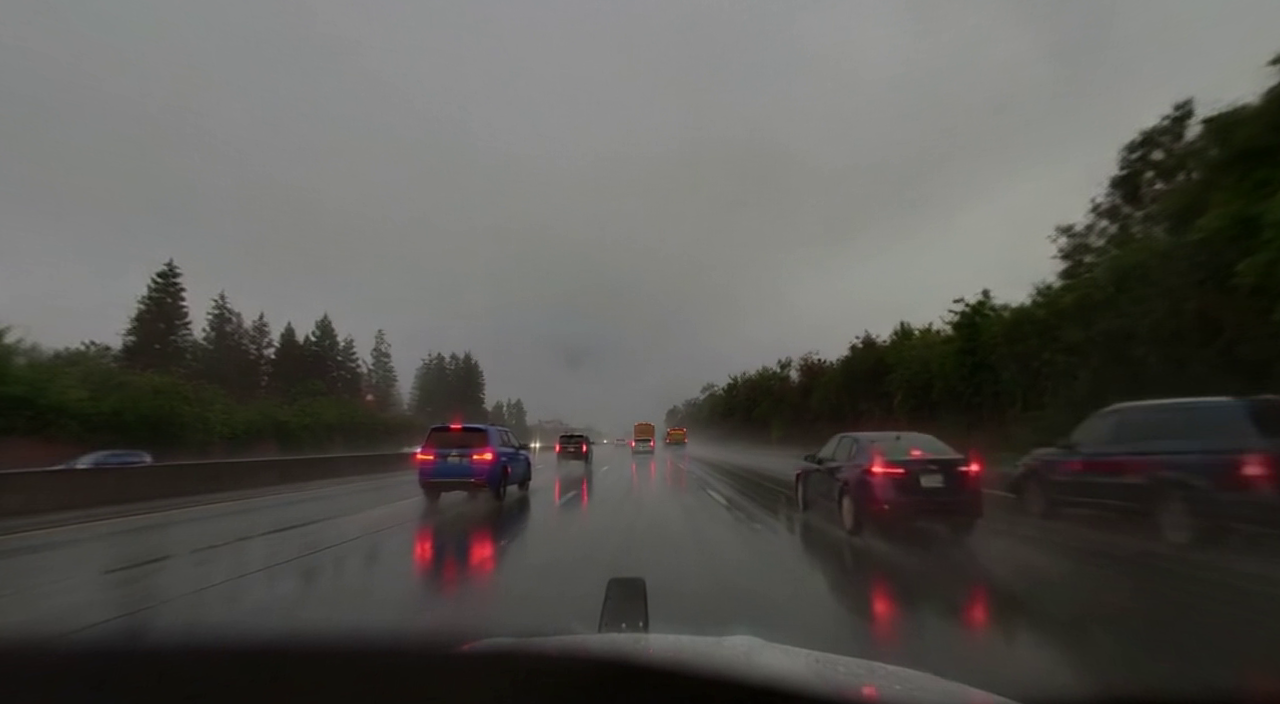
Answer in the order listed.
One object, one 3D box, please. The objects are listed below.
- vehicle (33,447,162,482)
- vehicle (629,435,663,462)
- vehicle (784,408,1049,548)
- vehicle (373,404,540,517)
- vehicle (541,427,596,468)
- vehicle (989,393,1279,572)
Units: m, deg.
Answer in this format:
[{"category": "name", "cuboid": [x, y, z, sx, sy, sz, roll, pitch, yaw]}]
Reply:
[{"category": "vehicle", "cuboid": [-26.973, 5.577, 31.610, 2.280, 1.528, 4.692, 0, -8, 0]}, {"category": "vehicle", "cuboid": [0.338, 6.077, 39.856, 2.042, 1.632, 3.654, 0, -8, 0]}, {"category": "vehicle", "cuboid": [3.864, 1.854, 9.976, 2.050, 1.661, 4.636, 0, -8, 0]}, {"category": "vehicle", "cuboid": [-3.489, 2.177, 13.034, 2.016, 1.898, 4.458, -1, -8, 1]}, {"category": "vehicle", "cuboid": [-3.446, 4.741, 31.311, 2.155, 1.843, 4.567, 0, -8, 0]}, {"category": "vehicle", "cuboid": [7.674, 1.699, 8.988, 2.191, 1.807, 5.692, 0, -8, 1]}]
